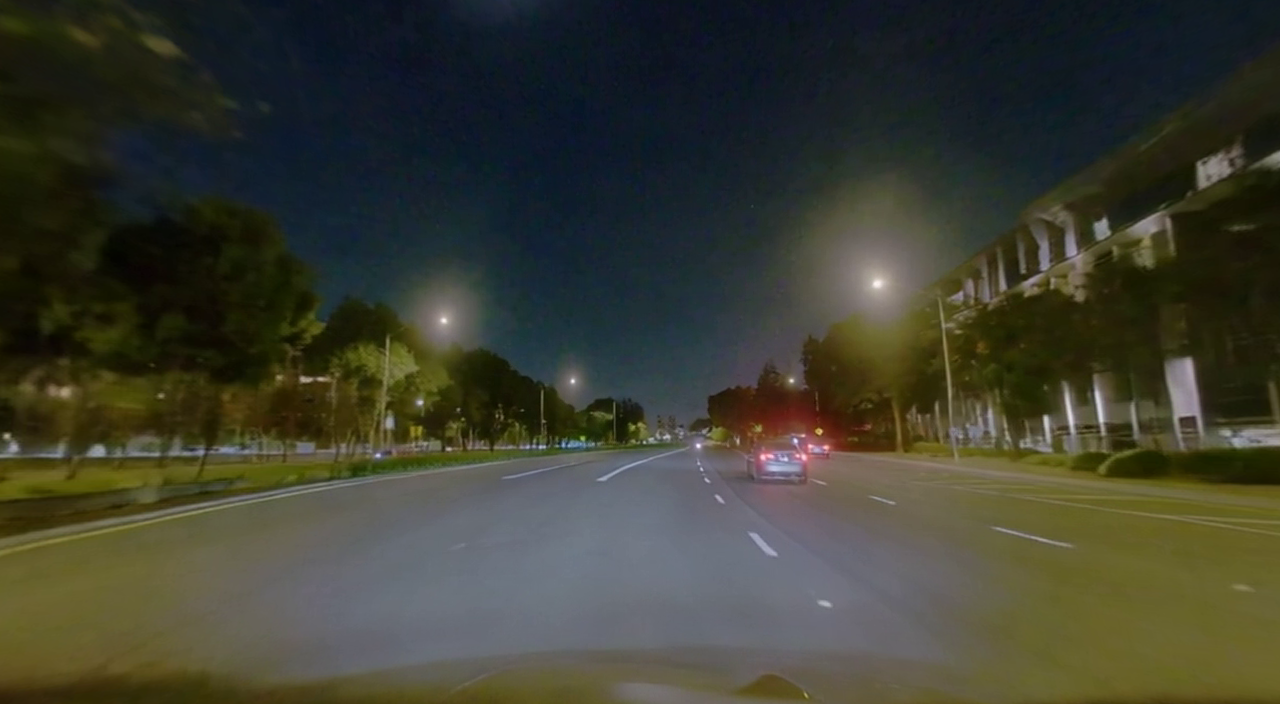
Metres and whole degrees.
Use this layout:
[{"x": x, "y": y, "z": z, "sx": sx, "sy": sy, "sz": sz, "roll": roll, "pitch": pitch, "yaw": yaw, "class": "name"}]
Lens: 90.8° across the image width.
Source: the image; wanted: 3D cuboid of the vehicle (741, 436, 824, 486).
[{"x": 4.595, "y": 3.576, "z": 21.058, "sx": 1.928, "sy": 1.481, "sz": 4.453, "roll": 0, "pitch": -9, "yaw": 3, "class": "vehicle"}]
